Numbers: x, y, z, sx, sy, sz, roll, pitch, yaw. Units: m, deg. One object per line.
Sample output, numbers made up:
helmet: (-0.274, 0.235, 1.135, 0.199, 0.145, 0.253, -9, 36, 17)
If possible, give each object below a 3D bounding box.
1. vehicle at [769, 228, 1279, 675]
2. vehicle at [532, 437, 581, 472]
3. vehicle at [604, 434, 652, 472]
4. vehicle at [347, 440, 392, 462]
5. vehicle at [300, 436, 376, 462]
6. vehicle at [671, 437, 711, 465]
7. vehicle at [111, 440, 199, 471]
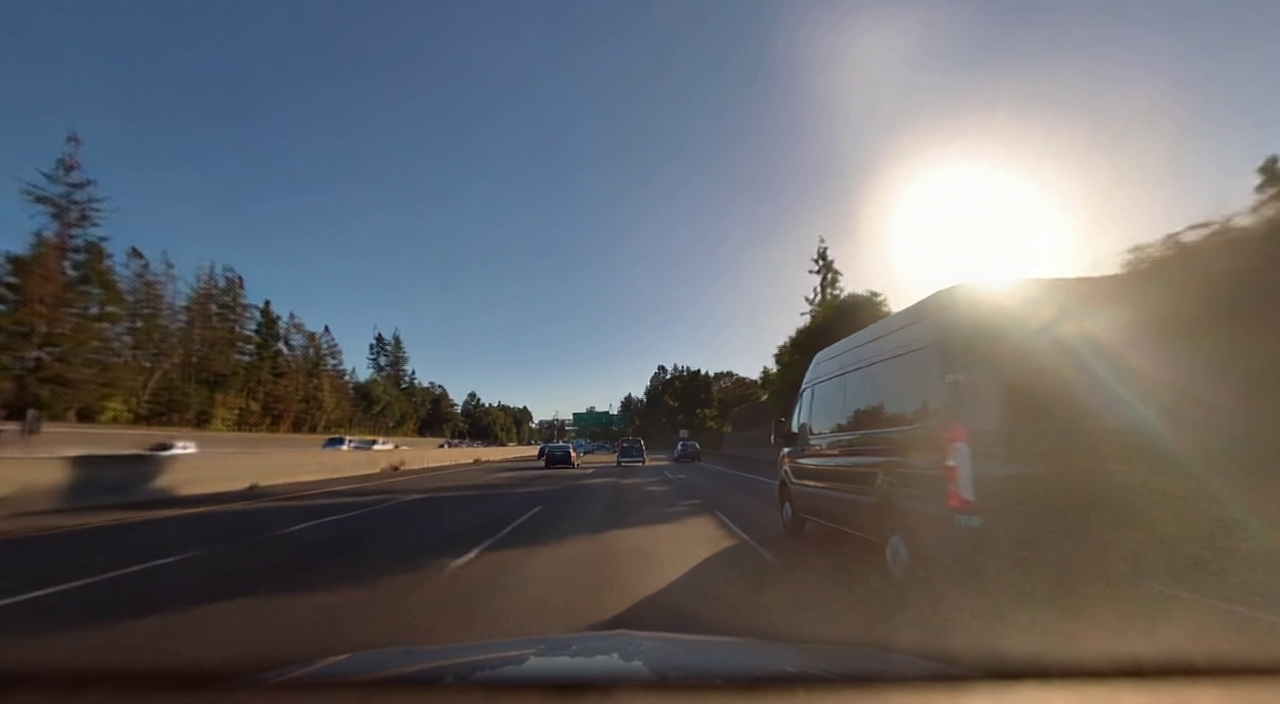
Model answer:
vehicle: (3.541, 1.012, 7.122, 2.631, 2.709, 6.496, 0, -8, -1)
vehicle: (-4.344, 5.408, 33.524, 2.023, 1.709, 4.263, 0, -8, 0)
vehicle: (-0.588, 5.212, 32.748, 2.297, 1.783, 4.355, 0, -8, -1)
vehicle: (-18.448, 6.755, 43.273, 1.573, 1.473, 3.348, 0, -8, 0)
vehicle: (-21.776, 7.015, 45.954, 2.779, 1.748, 5.743, 0, -8, -1)
vehicle: (3.323, 6.551, 41.858, 2.160, 1.759, 4.214, 0, -8, -2)
vehicle: (-25.163, 5.369, 32.924, 1.644, 1.512, 3.678, 0, -8, -1)
